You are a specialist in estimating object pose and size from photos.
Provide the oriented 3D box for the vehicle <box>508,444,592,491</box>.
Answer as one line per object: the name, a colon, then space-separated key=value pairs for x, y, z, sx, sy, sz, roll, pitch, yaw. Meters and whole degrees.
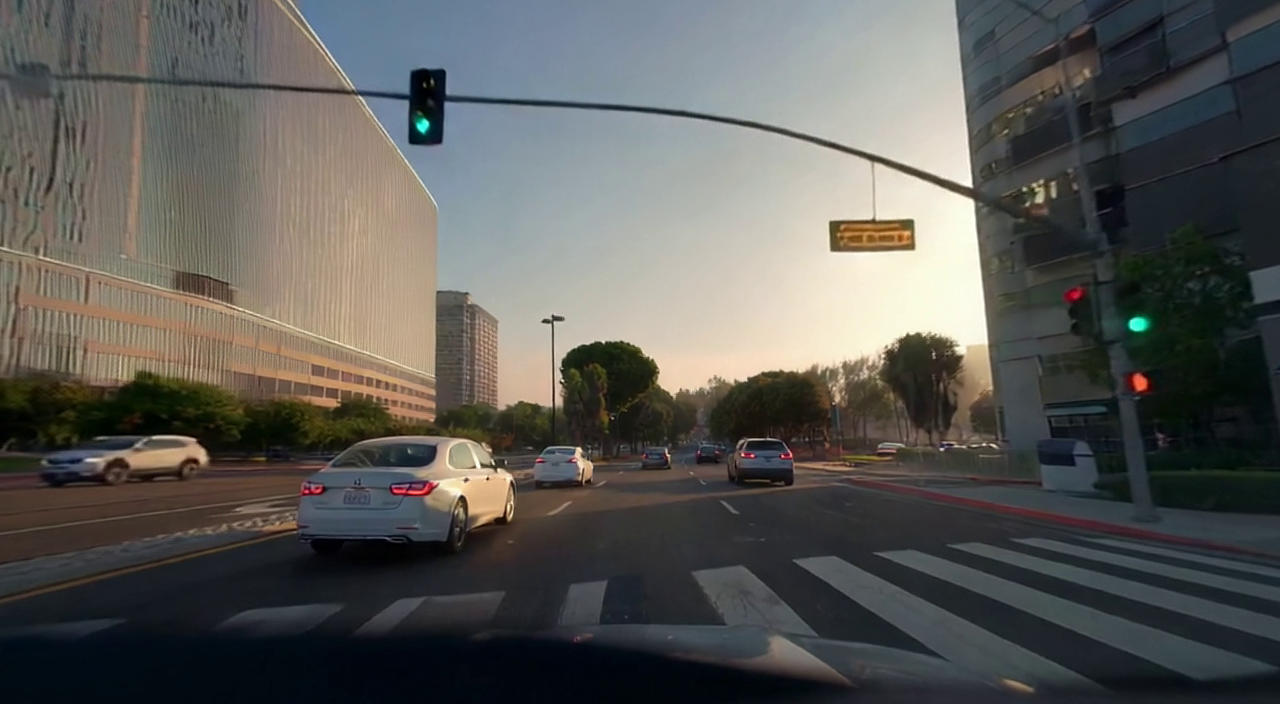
vehicle: x=-2.964 y=3.900 z=21.687 sx=1.980 sy=1.454 sz=4.226 roll=-1 pitch=-8 yaw=4

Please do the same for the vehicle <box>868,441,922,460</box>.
vehicle: x=19.307 y=7.448 z=47.717 sx=3.368 sy=1.389 sz=1.595 roll=0 pitch=-8 yaw=-7

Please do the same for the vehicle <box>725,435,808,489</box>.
vehicle: x=4.275 y=3.788 z=22.035 sx=2.103 sy=1.699 sz=4.171 roll=-1 pitch=-8 yaw=1

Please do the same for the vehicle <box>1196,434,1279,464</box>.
vehicle: x=32.112 y=5.076 z=33.055 sx=1.842 sy=1.448 sz=4.443 roll=-1 pitch=-8 yaw=1

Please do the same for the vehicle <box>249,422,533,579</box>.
vehicle: x=-2.918 y=1.846 z=8.705 sx=2.118 sy=1.568 sz=4.436 roll=0 pitch=-8 yaw=0

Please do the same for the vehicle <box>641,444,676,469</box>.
vehicle: x=1.228 y=6.678 z=40.428 sx=2.164 sy=1.477 sz=3.988 roll=-1 pitch=-8 yaw=3

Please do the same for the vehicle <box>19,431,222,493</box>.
vehicle: x=-18.975 y=4.035 z=23.605 sx=2.359 sy=1.973 sz=5.881 roll=-1 pitch=-8 yaw=3
